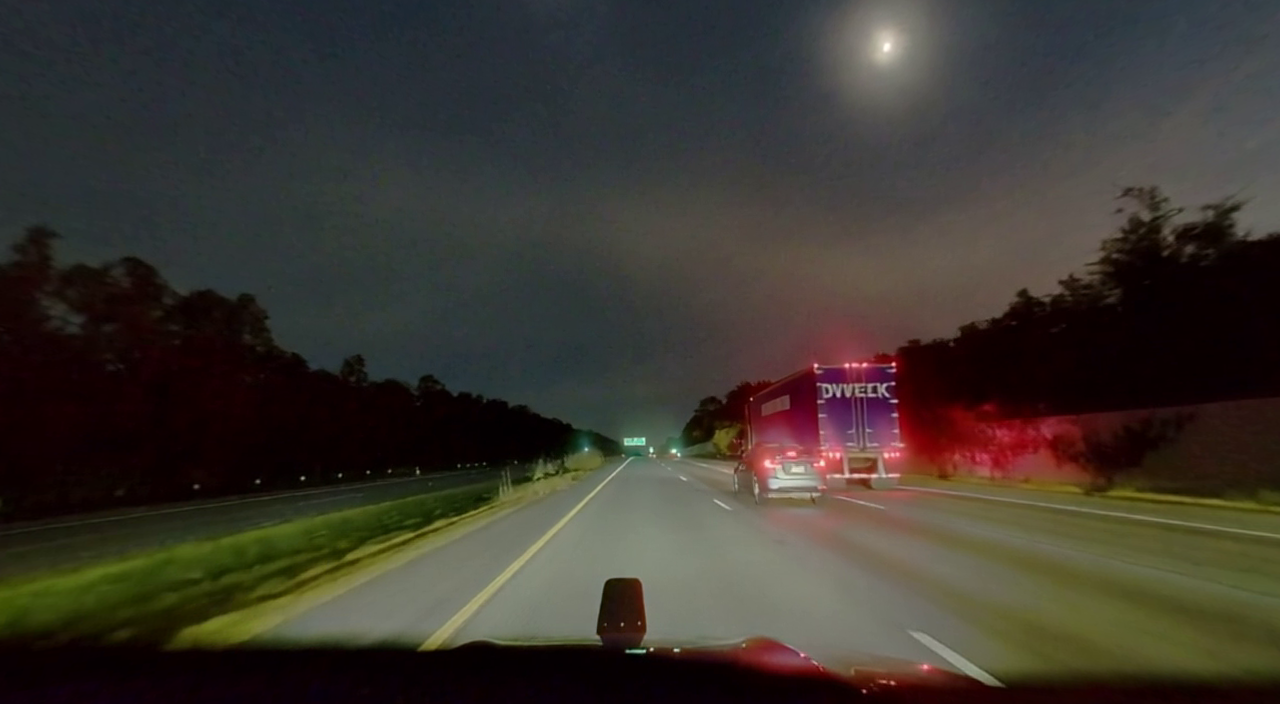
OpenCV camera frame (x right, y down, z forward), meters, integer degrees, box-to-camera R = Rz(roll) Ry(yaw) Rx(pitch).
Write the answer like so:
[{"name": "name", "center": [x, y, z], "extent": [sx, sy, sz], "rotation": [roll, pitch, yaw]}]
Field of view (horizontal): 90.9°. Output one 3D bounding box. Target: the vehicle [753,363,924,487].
[{"name": "vehicle", "center": [7.996, 3.545, 28.438], "extent": [3.088, 4.217, 14.033], "rotation": [0, -9, 0]}]

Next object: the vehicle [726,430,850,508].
[{"name": "vehicle", "center": [3.641, 2.967, 16.361], "extent": [2.093, 1.742, 4.167], "rotation": [0, -9, -1]}]
